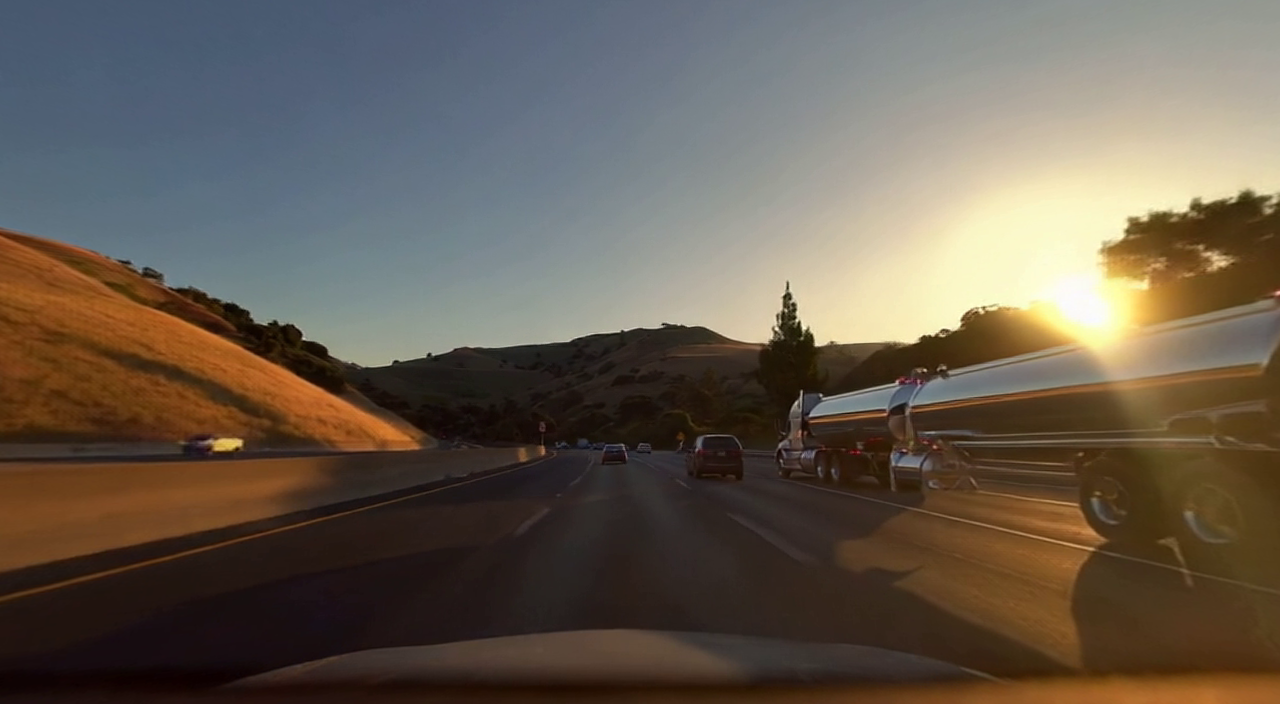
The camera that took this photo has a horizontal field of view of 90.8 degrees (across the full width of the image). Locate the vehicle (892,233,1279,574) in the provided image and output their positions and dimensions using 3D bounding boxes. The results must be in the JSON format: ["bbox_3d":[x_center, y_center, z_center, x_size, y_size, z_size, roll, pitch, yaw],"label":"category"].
[{"bbox_3d":[7.462,1.060,9.837,2.805,3.212,9.978,0,-9,-1],"label":"vehicle"}]

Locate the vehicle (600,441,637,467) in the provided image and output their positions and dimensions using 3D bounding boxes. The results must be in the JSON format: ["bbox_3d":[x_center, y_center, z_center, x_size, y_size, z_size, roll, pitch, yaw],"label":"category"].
[{"bbox_3d":[-1.350,6.097,37.906,2.083,1.477,3.965,0,-9,-4],"label":"vehicle"}]

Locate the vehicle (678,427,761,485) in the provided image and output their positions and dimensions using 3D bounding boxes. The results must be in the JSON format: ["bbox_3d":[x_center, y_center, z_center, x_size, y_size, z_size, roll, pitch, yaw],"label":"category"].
[{"bbox_3d":[2.659,3.633,22.258,2.098,1.794,4.561,0,-9,-3],"label":"vehicle"}]
